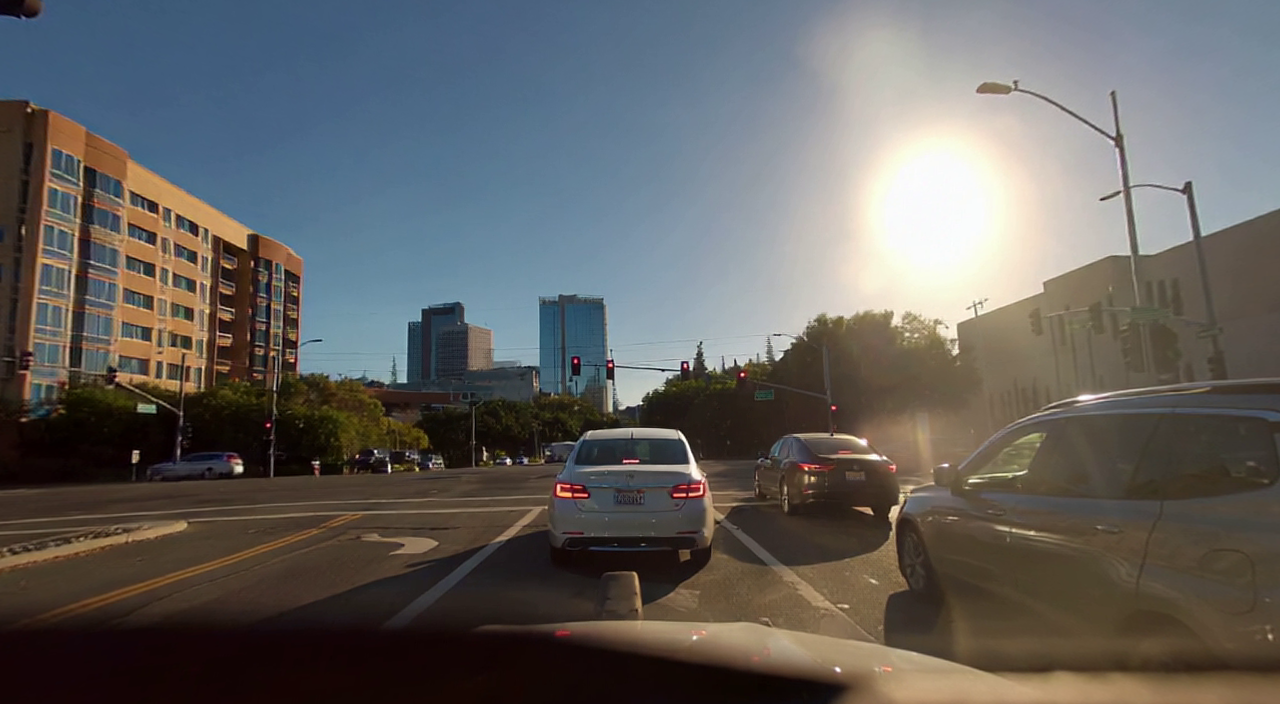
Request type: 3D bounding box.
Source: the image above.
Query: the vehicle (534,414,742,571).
[{"bbox_3d":[-0.069,1.779,8.742,2.188,1.637,4.027,0,-8,-1],"label":"vehicle"}]

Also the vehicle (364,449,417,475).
[{"bbox_3d":[-18.733,8.262,47.711,2.026,1.836,4.726,0,-8,0],"label":"vehicle"}]

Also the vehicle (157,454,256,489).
[{"bbox_3d":[-24.199,6.625,35.322,4.448,1.837,2.021,-2,-9,14],"label":"vehicle"}]

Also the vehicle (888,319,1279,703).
[{"bbox_3d":[3.007,0.866,2.663,2.103,1.701,4.294,0,-8,-1],"label":"vehicle"}]

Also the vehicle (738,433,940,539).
[{"bbox_3d":[3.156,2.216,11.142,2.001,1.463,4.398,0,-8,-2],"label":"vehicle"}]
